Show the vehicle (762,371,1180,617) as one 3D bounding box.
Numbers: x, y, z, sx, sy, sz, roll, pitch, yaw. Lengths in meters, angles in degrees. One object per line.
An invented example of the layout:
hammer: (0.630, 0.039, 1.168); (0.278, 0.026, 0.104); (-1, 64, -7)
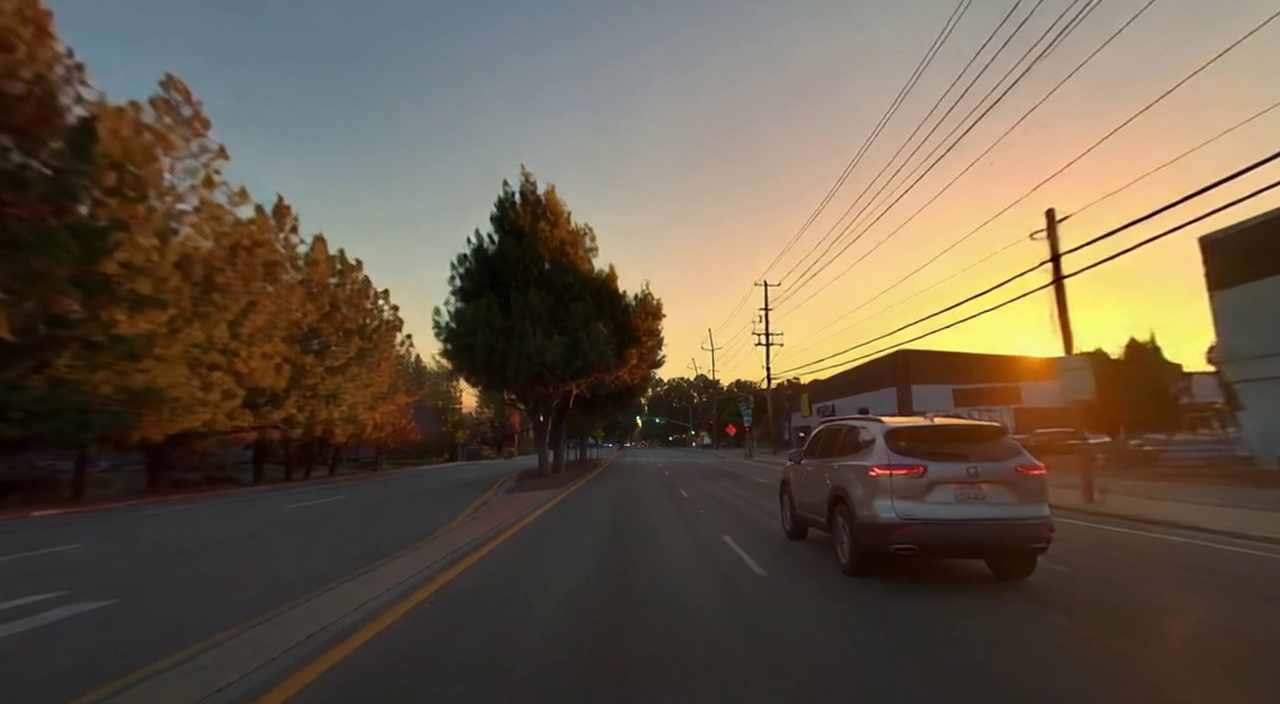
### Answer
vehicle: (2.931, 1.400, 7.142); (2.060, 1.820, 4.713); (0, -9, -1)
